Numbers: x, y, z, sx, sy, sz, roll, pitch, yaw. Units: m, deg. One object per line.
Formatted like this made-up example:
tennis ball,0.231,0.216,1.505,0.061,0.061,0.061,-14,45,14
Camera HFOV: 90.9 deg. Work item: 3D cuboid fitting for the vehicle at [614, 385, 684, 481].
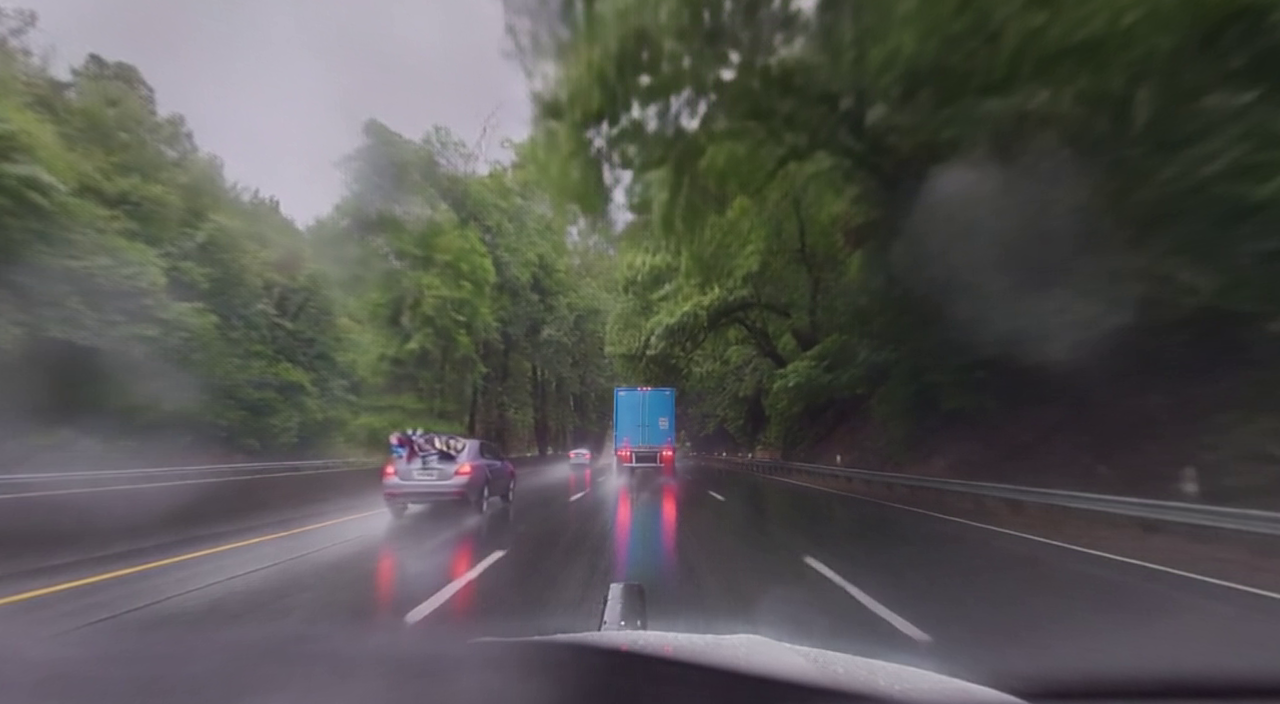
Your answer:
vehicle,0.451,3.952,29.989,2.821,3.878,8.925,0,-9,1

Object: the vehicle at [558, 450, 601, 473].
vehicle,-3.840,7.065,40.822,2.133,1.358,4.870,0,-9,2

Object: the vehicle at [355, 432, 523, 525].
vehicle,-4.031,2.624,13.630,2.018,1.632,4.722,0,-9,1
